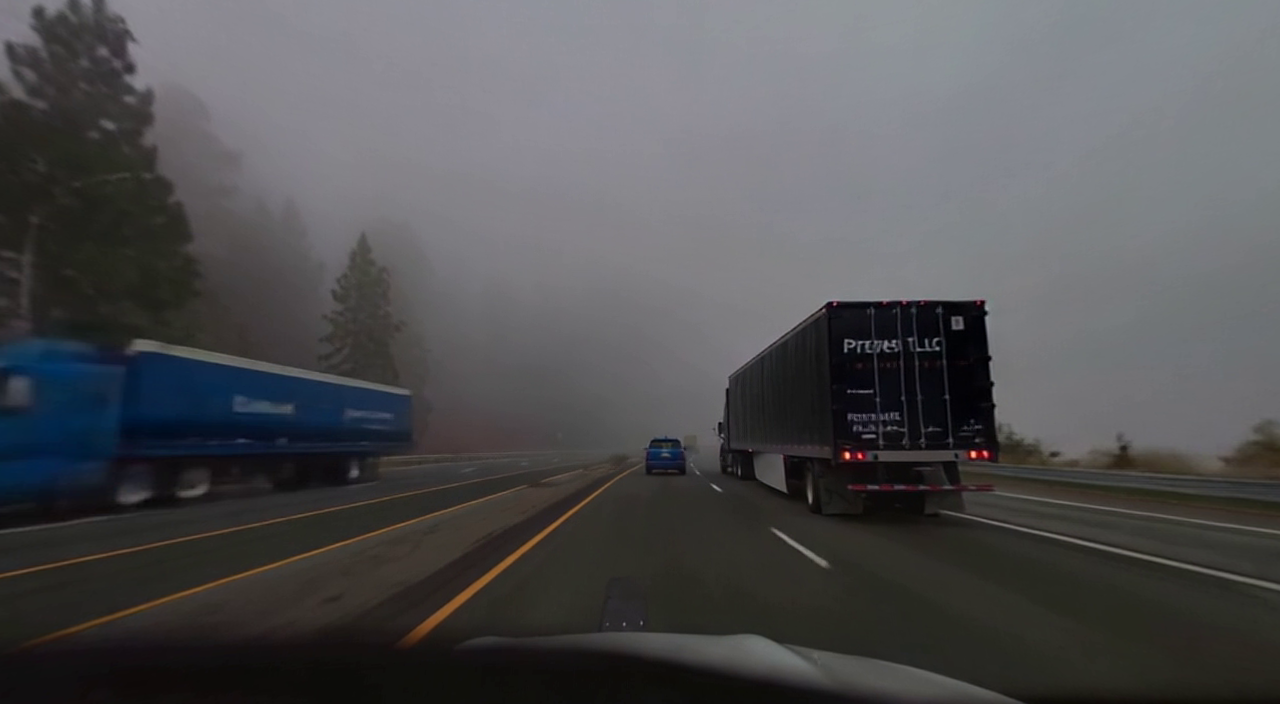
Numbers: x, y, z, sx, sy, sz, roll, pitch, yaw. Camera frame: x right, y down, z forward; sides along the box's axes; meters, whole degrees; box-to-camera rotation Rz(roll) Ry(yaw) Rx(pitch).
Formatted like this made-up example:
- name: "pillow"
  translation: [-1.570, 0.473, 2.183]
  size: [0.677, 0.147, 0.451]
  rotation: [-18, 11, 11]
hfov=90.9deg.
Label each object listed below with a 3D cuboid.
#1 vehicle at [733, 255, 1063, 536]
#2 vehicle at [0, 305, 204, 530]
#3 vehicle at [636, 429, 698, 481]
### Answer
- name: "vehicle"
  translation: [4.979, 1.816, 17.636]
  size: [2.899, 4.160, 16.621]
  rotation: [-1, -9, 2]
- name: "vehicle"
  translation: [-12.975, 1.281, 11.992]
  size: [3.038, 3.995, 8.330]
  rotation: [-1, -8, 2]
- name: "vehicle"
  translation: [1.073, 4.051, 25.074]
  size: [2.222, 1.848, 4.610]
  rotation: [-1, -8, 3]
